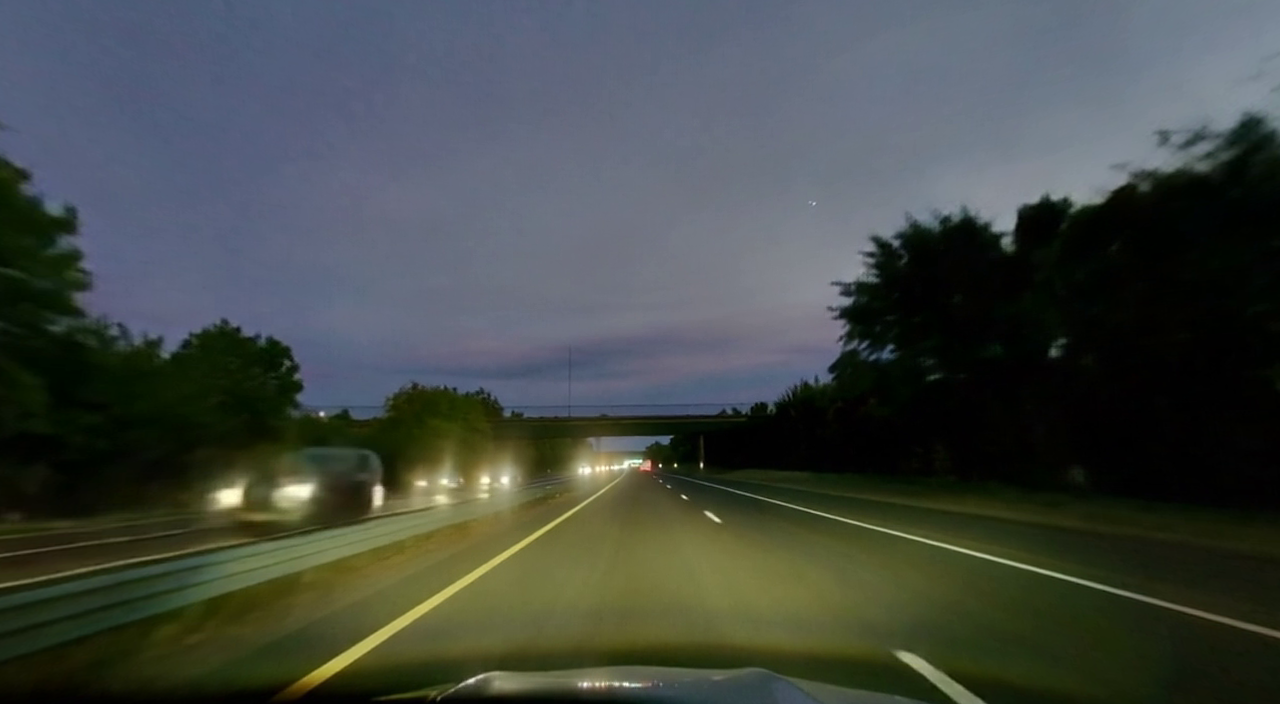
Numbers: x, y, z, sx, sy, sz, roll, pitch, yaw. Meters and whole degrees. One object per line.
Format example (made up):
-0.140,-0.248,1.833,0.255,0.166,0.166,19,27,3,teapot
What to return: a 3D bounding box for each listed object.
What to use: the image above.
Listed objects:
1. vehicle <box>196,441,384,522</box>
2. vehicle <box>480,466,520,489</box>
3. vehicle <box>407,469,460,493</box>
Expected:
-9.117,3.450,17.022,2.250,1.825,4.768,1,-10,0,vehicle
-9.584,8.604,43.176,1.827,1.492,3.722,1,-10,1,vehicle
-13.607,8.494,41.646,1.921,1.467,4.670,1,-10,0,vehicle
